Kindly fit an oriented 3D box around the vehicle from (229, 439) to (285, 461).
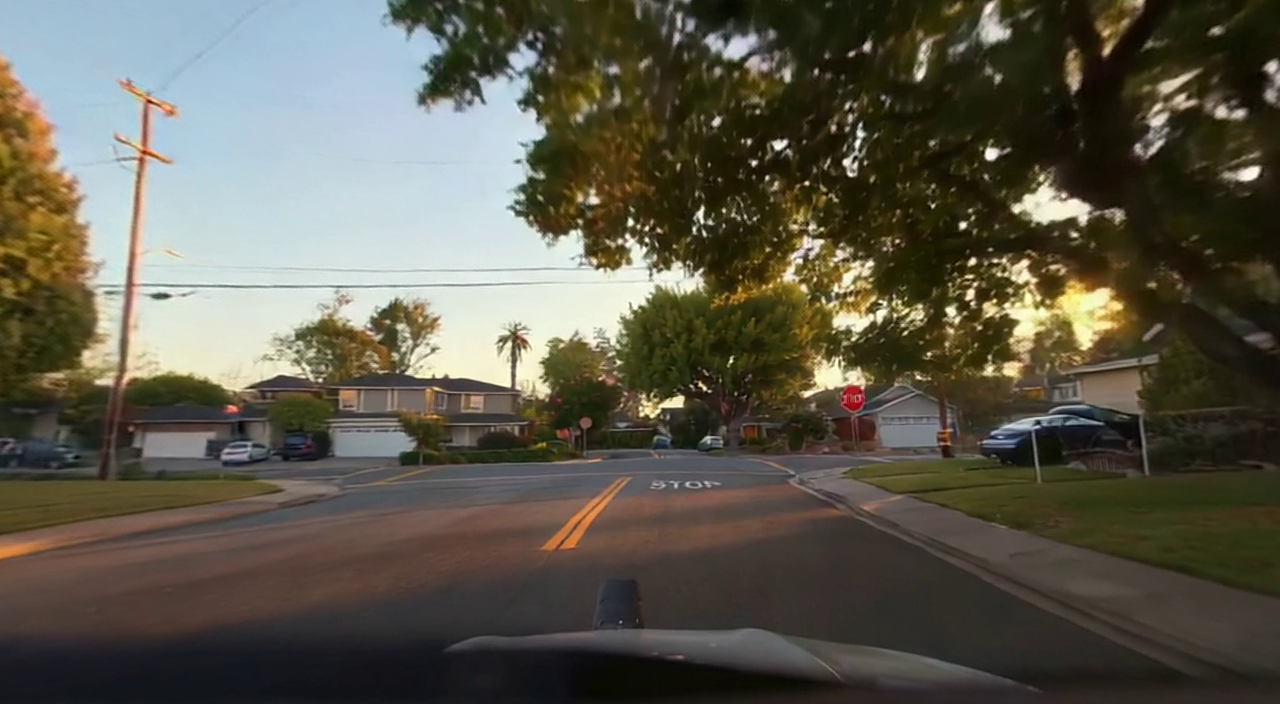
[{"bbox_3d":[-24.619,6.296,40.769,1.864,1.337,3.943,3,-8,-13],"label":"vehicle"}]
